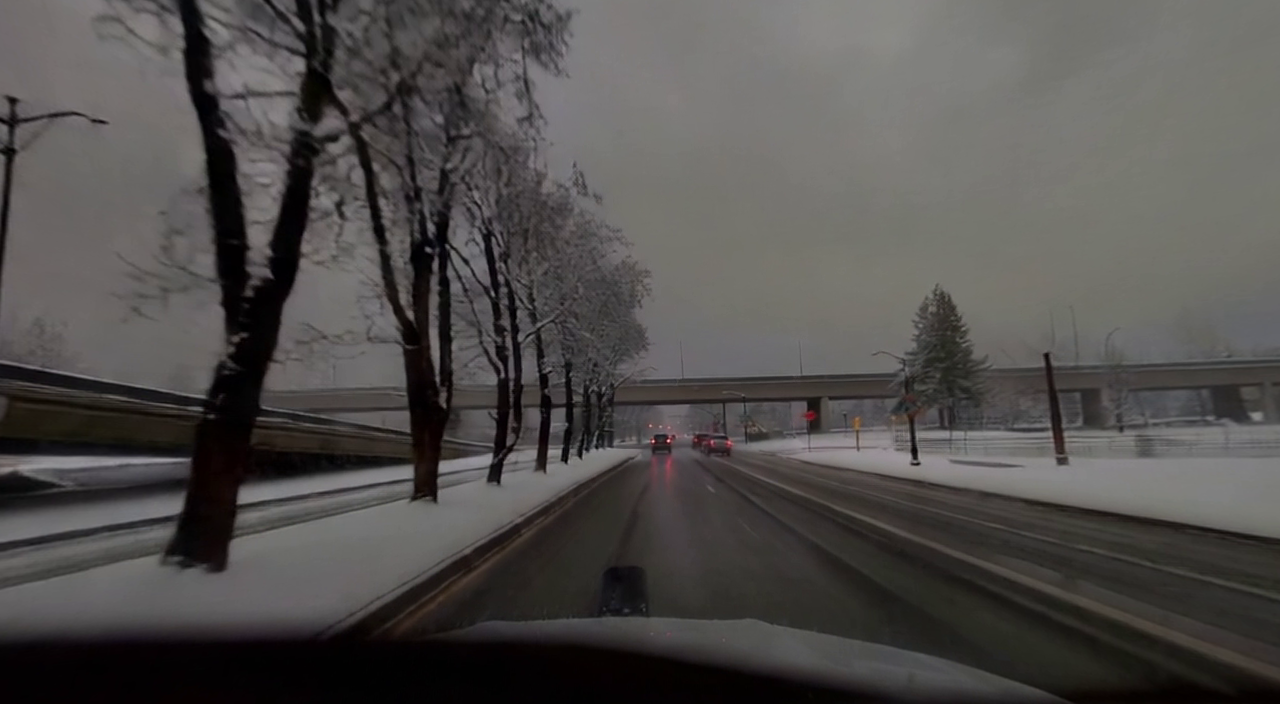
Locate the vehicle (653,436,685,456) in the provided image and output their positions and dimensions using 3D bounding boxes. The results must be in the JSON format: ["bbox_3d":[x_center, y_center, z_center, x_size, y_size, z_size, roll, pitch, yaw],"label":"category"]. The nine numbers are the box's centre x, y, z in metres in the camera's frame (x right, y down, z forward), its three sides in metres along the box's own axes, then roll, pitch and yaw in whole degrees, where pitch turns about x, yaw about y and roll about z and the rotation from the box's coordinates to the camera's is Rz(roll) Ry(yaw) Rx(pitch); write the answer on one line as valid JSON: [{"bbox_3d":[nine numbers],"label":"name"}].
[{"bbox_3d":[2.250,7.115,47.699,2.280,1.475,4.051,-1,-8,4],"label":"vehicle"}]
